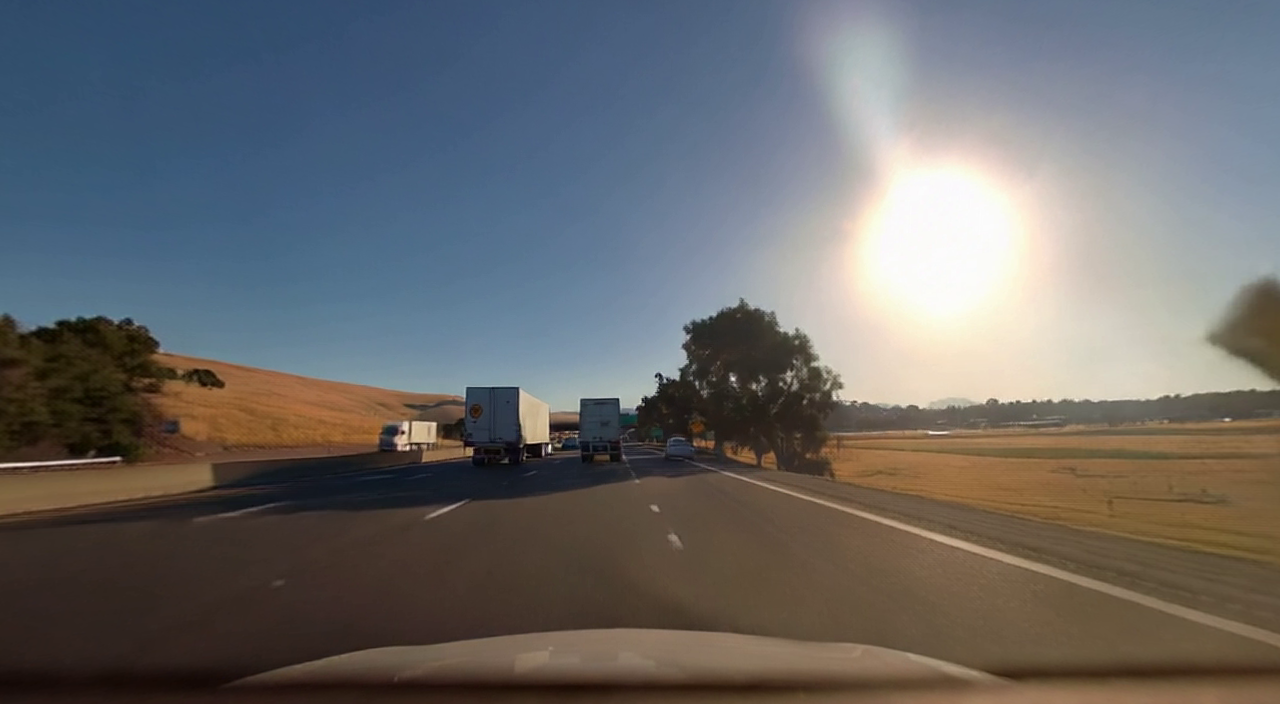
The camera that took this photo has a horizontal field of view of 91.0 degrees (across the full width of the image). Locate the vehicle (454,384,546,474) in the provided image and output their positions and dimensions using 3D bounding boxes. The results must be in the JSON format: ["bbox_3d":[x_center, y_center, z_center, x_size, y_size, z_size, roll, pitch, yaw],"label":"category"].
[{"bbox_3d":[-5.883,3.430,27.716,2.728,3.405,7.096,0,-8,-3],"label":"vehicle"}]

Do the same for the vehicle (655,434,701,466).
[{"bbox_3d":[1.832,4.890,31.491,1.891,1.477,3.599,0,-8,-3],"label":"vehicle"}]

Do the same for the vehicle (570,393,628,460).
[{"bbox_3d":[-3.069,5.737,46.874,3.475,4.037,17.454,0,-8,-4],"label":"vehicle"}]
